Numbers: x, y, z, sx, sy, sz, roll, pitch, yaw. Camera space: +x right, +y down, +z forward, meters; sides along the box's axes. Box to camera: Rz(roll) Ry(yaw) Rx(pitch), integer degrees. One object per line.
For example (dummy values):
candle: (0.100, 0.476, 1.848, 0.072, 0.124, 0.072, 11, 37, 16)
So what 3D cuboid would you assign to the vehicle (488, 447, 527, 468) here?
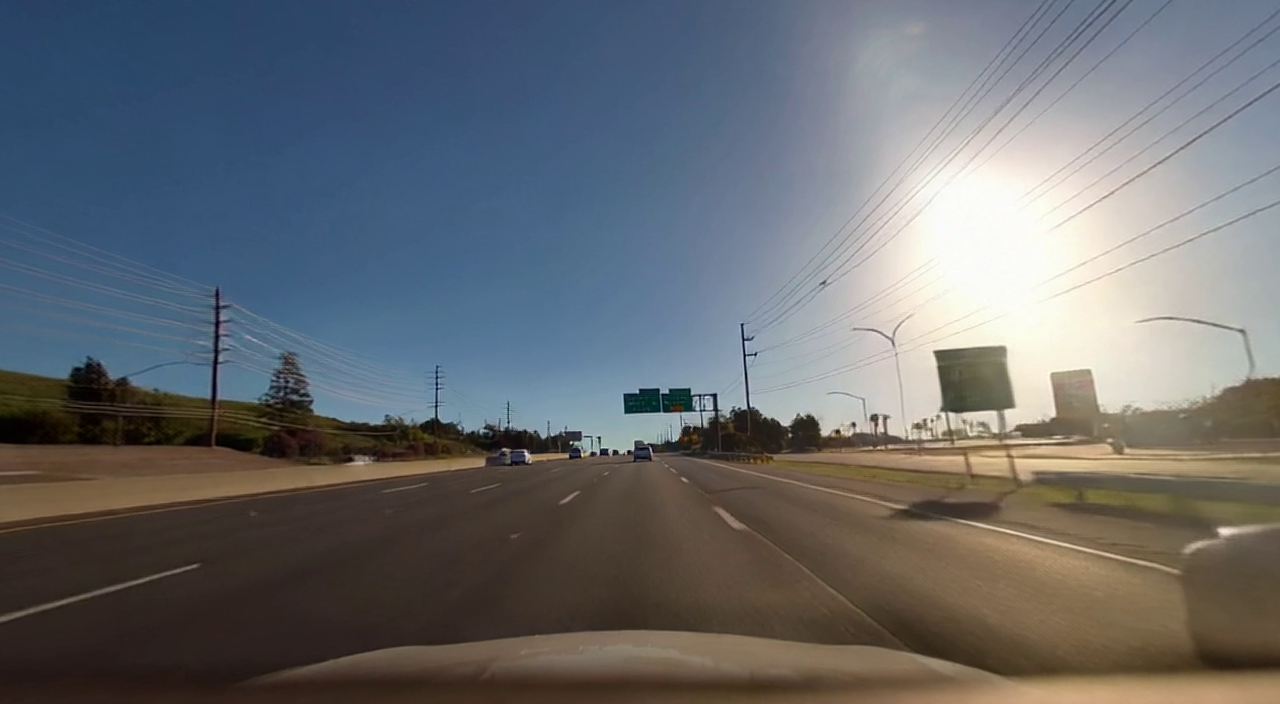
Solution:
vehicle: (-10.055, 8.046, 48.228, 1.947, 1.528, 4.355, 0, -8, 1)

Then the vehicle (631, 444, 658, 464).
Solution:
vehicle: (0.307, 7.893, 48.993, 2.036, 1.474, 3.969, 0, -8, 0)
